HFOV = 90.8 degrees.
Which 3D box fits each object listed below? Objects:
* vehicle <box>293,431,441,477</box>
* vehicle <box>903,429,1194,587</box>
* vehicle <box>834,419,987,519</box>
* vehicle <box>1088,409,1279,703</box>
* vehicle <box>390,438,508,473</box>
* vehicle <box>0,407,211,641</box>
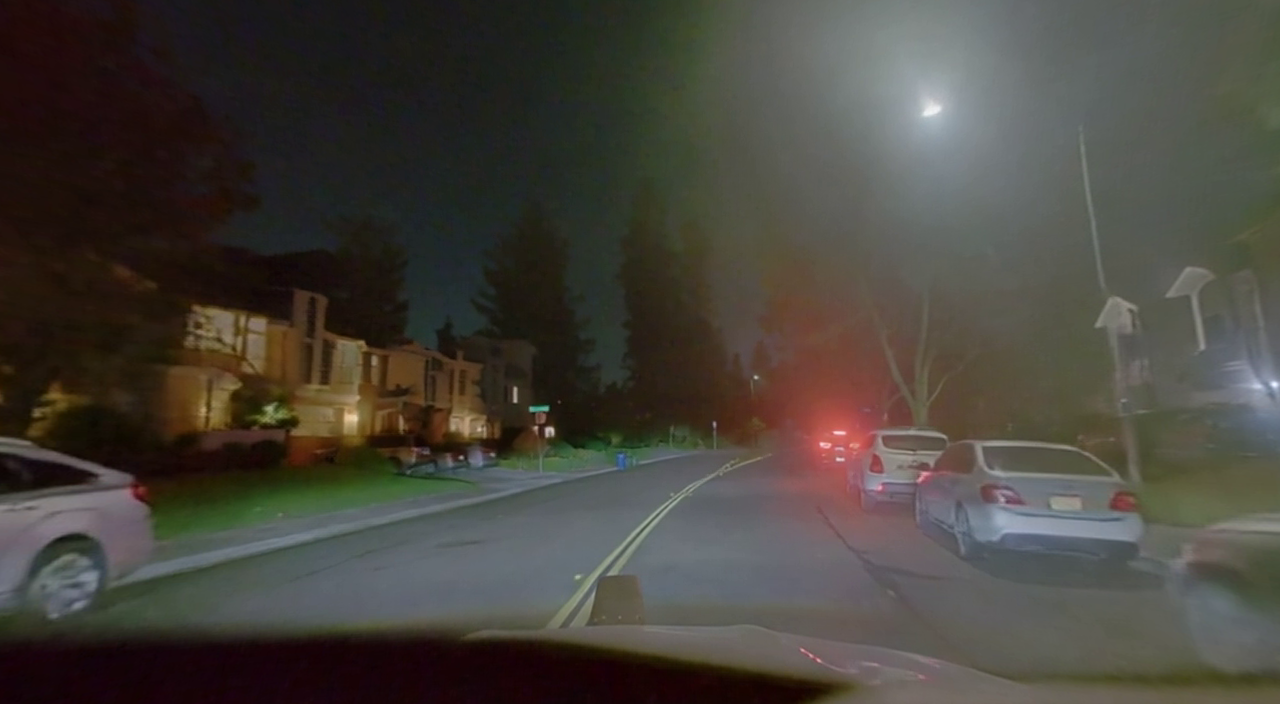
[{"bbox_3d":[-10.115,3.794,23.543,4.635,1.594,2.132,-2,-9,13],"label":"vehicle"},{"bbox_3d":[4.701,1.771,7.977,1.806,1.486,3.535,-2,-9,11],"label":"vehicle"},{"bbox_3d":[5.655,2.492,13.943,2.194,1.786,4.704,-2,-9,12],"label":"vehicle"},{"bbox_3d":[3.754,0.809,1.529,2.045,1.478,4.914,-1,-9,5],"label":"vehicle"},{"bbox_3d":[-8.283,4.486,27.556,4.455,1.419,2.017,-2,-9,12],"label":"vehicle"},{"bbox_3d":[-5.773,1.206,4.233,2.030,1.696,4.828,-1,-9,7],"label":"vehicle"}]
